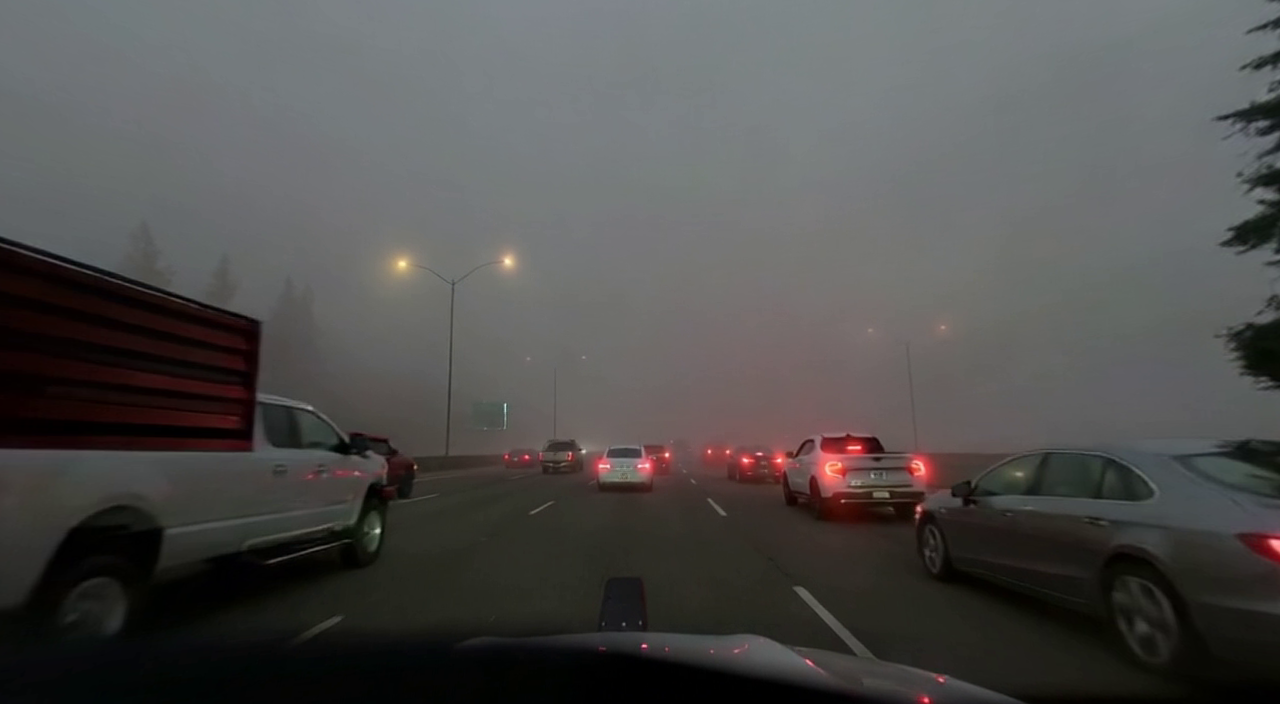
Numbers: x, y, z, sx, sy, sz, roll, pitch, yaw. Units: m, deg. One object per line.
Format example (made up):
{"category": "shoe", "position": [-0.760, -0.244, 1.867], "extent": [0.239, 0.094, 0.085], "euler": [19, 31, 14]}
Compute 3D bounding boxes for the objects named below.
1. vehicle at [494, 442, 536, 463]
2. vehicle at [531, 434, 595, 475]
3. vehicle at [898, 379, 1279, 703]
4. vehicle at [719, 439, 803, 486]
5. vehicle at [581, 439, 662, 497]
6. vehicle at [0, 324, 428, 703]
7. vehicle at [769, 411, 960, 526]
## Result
{"category": "vehicle", "position": [-9.387, 7.596, 47.740], "extent": [1.907, 1.508, 4.608], "euler": [-1, -8, 5]}
{"category": "vehicle", "position": [-3.594, 4.936, 30.636], "extent": [2.110, 1.811, 5.585], "euler": [-1, -8, 3]}
{"category": "vehicle", "position": [3.710, 1.146, 4.304], "extent": [1.984, 1.567, 4.475], "euler": [0, -8, 0]}
{"category": "vehicle", "position": [4.160, 3.874, 22.569], "extent": [1.907, 1.474, 4.840], "euler": [0, -8, -2]}
{"category": "vehicle", "position": [-0.409, 3.288, 18.247], "extent": [2.070, 1.456, 4.029], "euler": [0, -8, 2]}
{"category": "vehicle", "position": [-4.123, 1.202, 5.440], "extent": [2.395, 1.892, 5.995], "euler": [0, -8, 1]}
{"category": "vehicle", "position": [3.963, 2.151, 12.134], "extent": [1.999, 1.777, 4.578], "euler": [0, -8, 1]}
